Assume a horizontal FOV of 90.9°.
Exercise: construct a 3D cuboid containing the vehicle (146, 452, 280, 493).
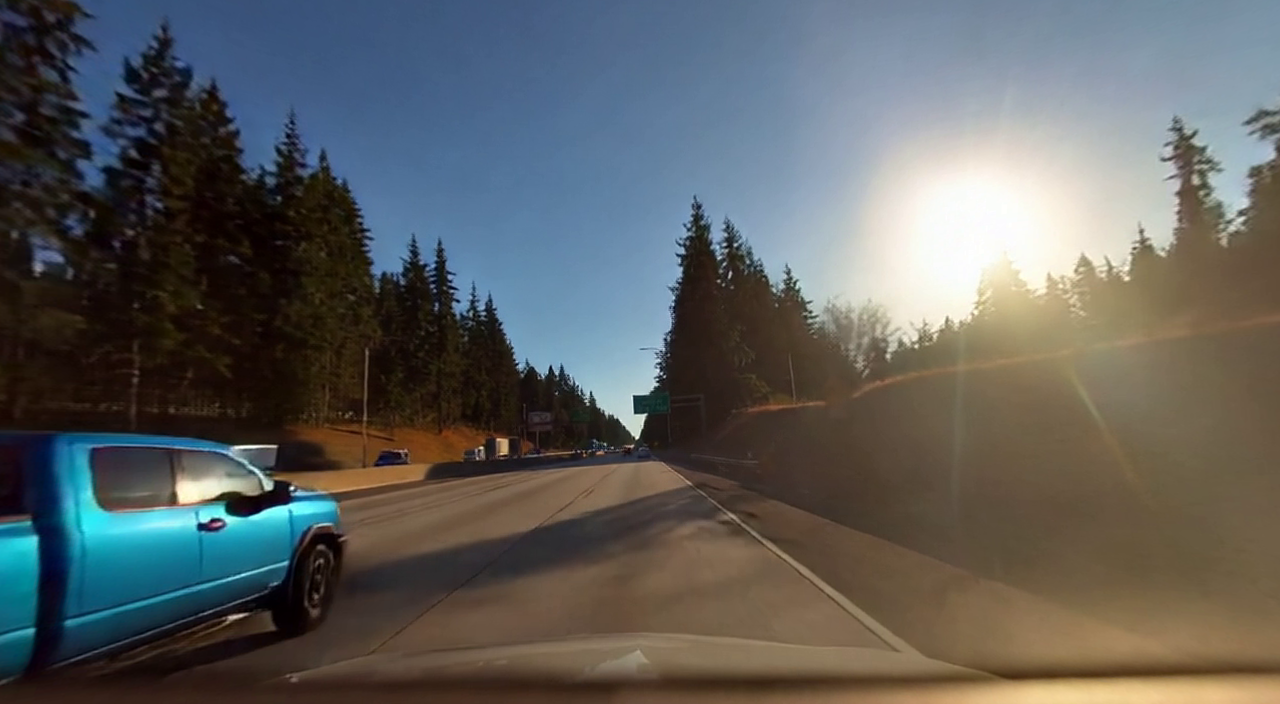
[{"bbox_3d":[-23.356,6.566,35.011,2.630,1.897,6.749,0,-8,1],"label":"vehicle"}]
